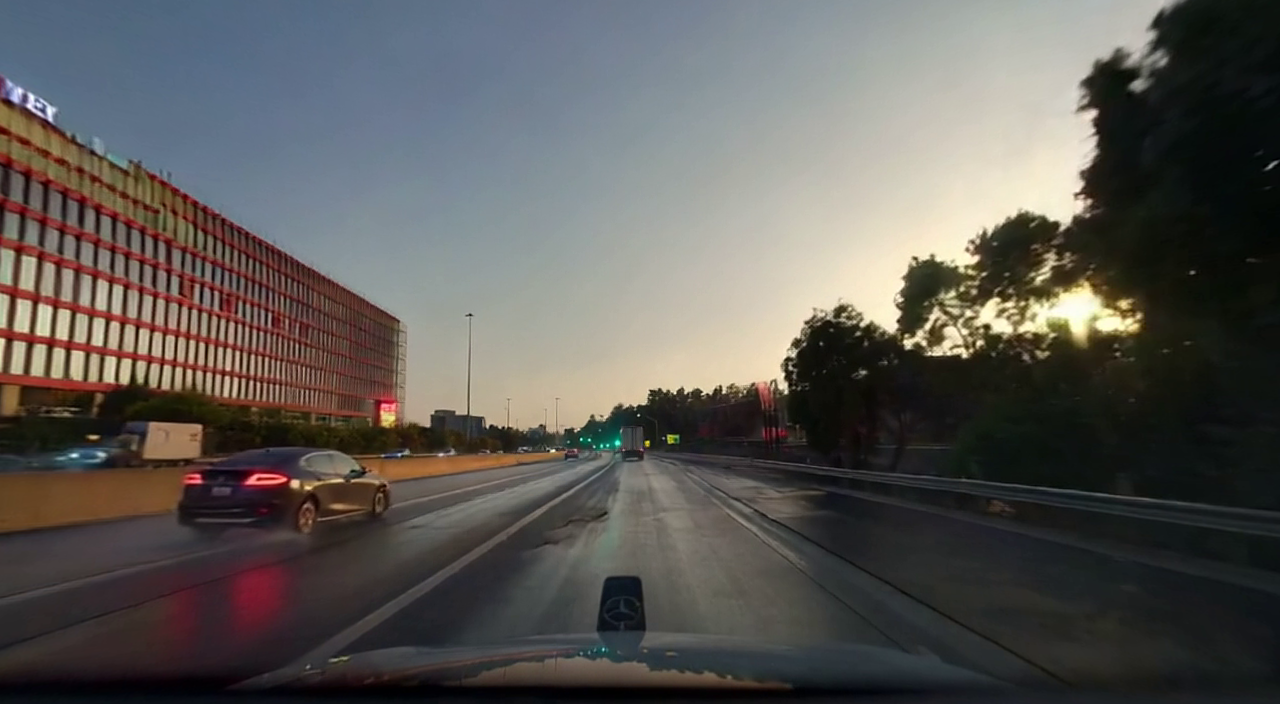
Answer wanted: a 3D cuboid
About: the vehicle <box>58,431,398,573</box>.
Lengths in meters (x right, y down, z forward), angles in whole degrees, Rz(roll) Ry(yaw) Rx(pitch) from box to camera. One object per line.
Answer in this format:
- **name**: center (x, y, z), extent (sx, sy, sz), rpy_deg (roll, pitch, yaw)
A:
- **vehicle**: center (-5.262, 1.943, 8.962), extent (1.943, 1.510, 4.201), rpy_deg (0, -9, 1)
